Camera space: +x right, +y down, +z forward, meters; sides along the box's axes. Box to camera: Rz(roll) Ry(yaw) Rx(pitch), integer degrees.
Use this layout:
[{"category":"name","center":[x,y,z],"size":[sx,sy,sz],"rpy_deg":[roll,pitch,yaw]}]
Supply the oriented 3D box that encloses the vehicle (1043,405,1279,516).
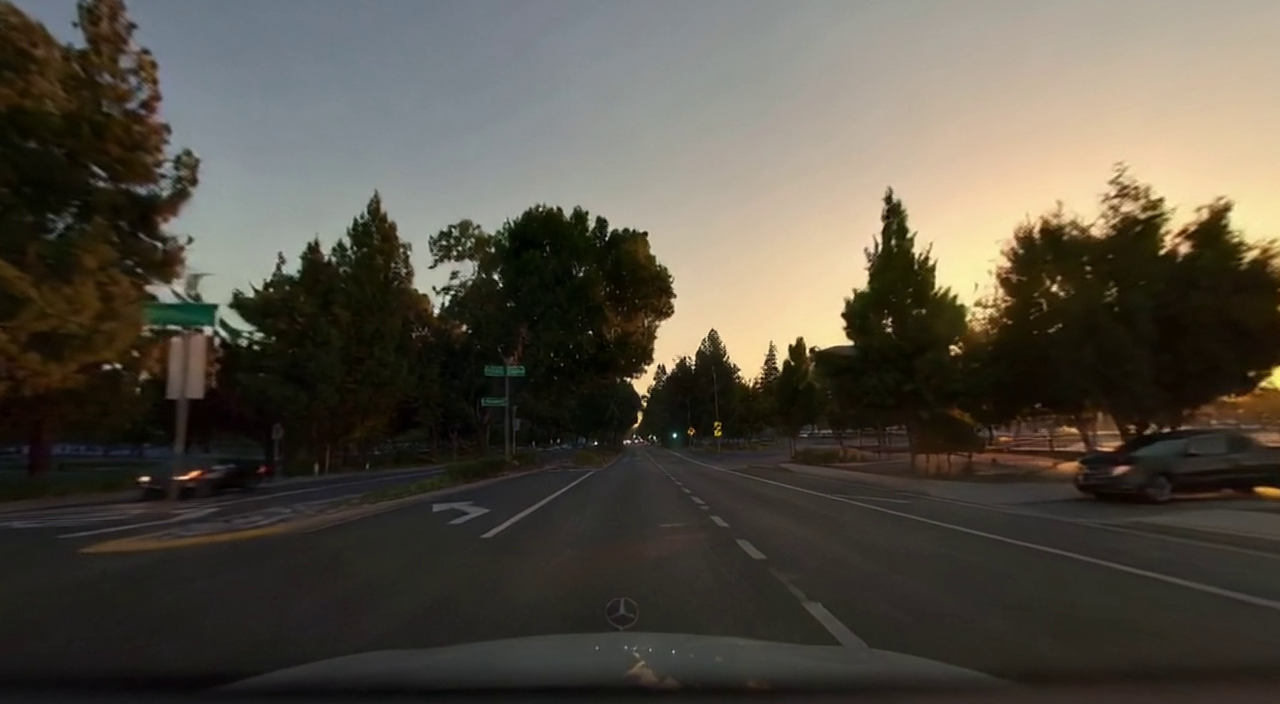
[{"category":"vehicle","center":[12.342,2.221,13.603],"size":[5.581,1.926,2.324],"rpy_deg":[-4,-7,0]}]

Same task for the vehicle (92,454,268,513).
[{"category":"vehicle","center":[-13.462,3.827,18.916],"size":[1.892,1.486,4.487],"rpy_deg":[0,-8,0]}]
